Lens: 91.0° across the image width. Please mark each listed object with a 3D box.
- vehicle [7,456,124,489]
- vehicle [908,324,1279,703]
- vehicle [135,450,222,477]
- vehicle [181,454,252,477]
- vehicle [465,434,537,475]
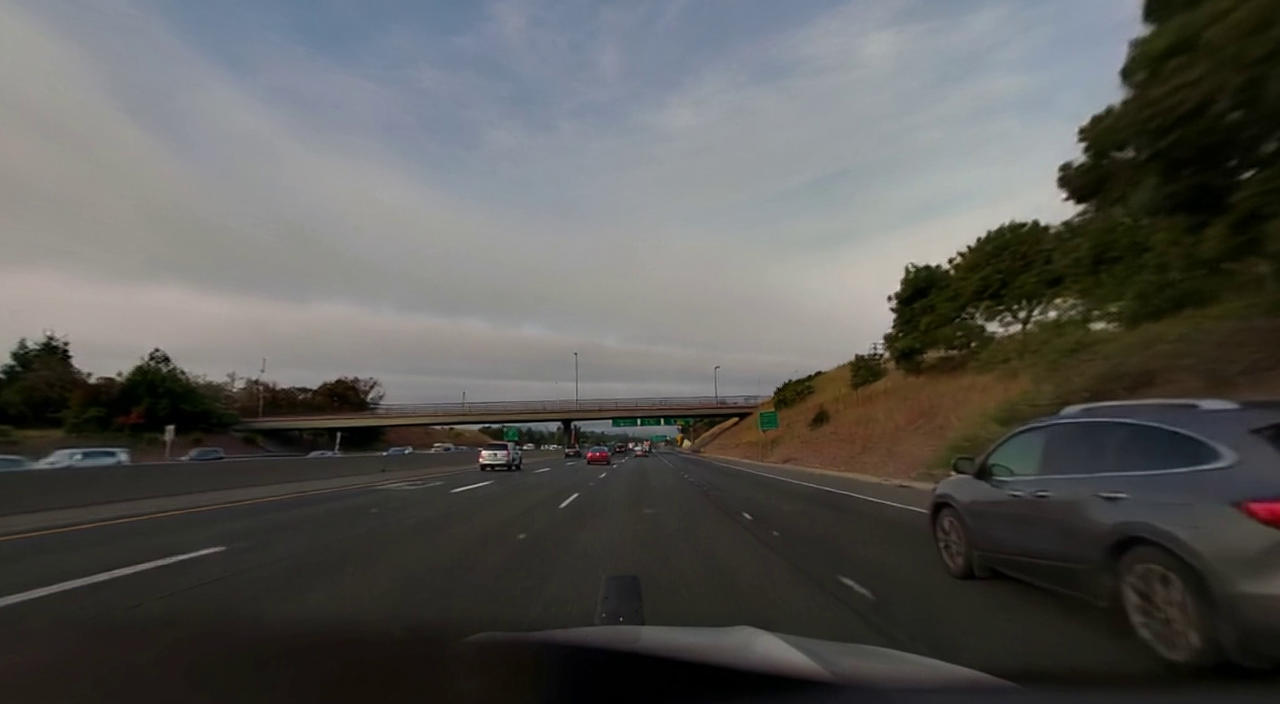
[{"bbox_3d":[-29.989,6.261,33.085,1.837,1.506,4.537,0,-9,0],"label":"vehicle"},{"bbox_3d":[3.645,0.990,4.049,1.990,1.735,4.276,0,-9,1],"label":"vehicle"},{"bbox_3d":[-33.715,8.110,46.218,2.102,1.858,5.611,0,-9,0],"label":"vehicle"},{"bbox_3d":[-29.784,7.972,44.480,1.834,1.511,4.548,0,-9,0],"label":"vehicle"},{"bbox_3d":[-7.223,5.396,33.451,2.341,1.959,5.684,0,-9,1],"label":"vehicle"}]
